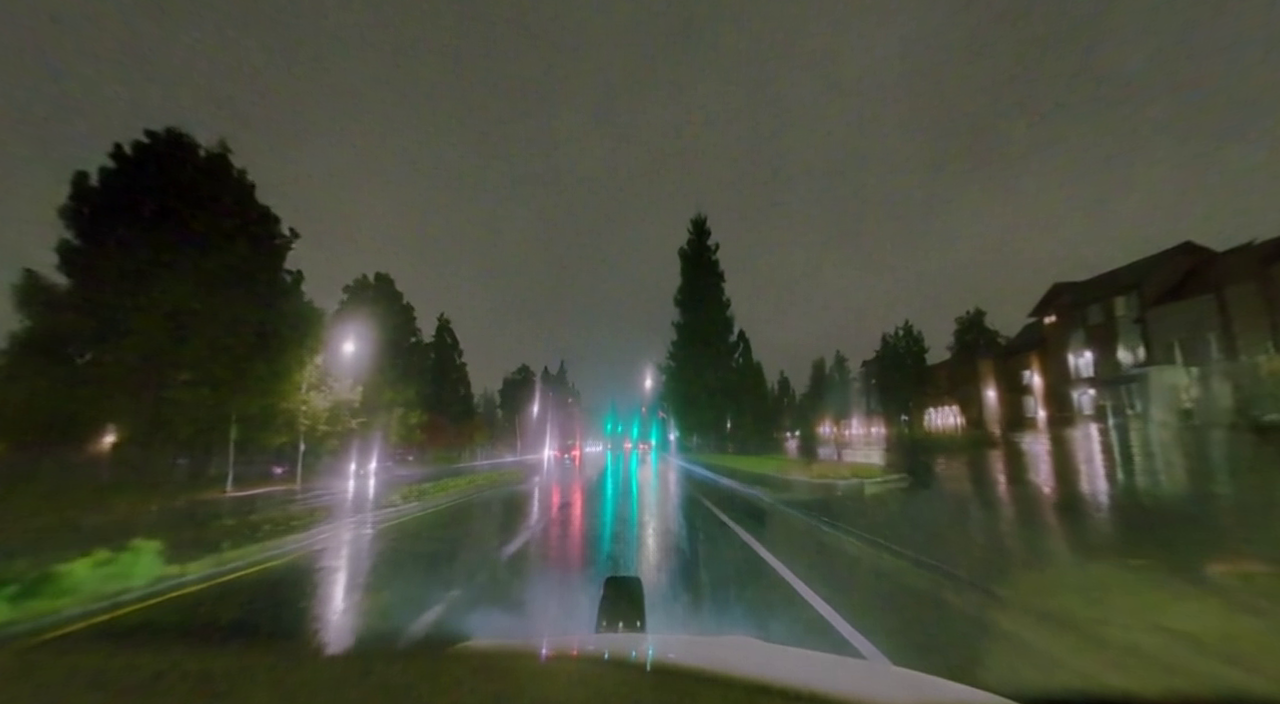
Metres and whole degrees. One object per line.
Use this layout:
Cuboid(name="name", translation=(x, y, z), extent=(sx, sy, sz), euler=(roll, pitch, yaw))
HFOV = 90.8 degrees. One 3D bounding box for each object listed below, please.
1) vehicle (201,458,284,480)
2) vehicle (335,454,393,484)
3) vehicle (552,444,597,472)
Cuboid(name="vehicle", translation=(-28.954, 8.494, 46.122), extent=(4.612, 1.454, 2.016), euler=(1, -8, -8))
Cuboid(name="vehicle", translation=(-17.733, 7.494, 40.790), extent=(1.900, 1.474, 4.431), euler=(-5, -7, -2))
Cuboid(name="vehicle", translation=(-3.487, 5.745, 34.480), extent=(1.992, 1.447, 4.044), euler=(0, -8, 0))
